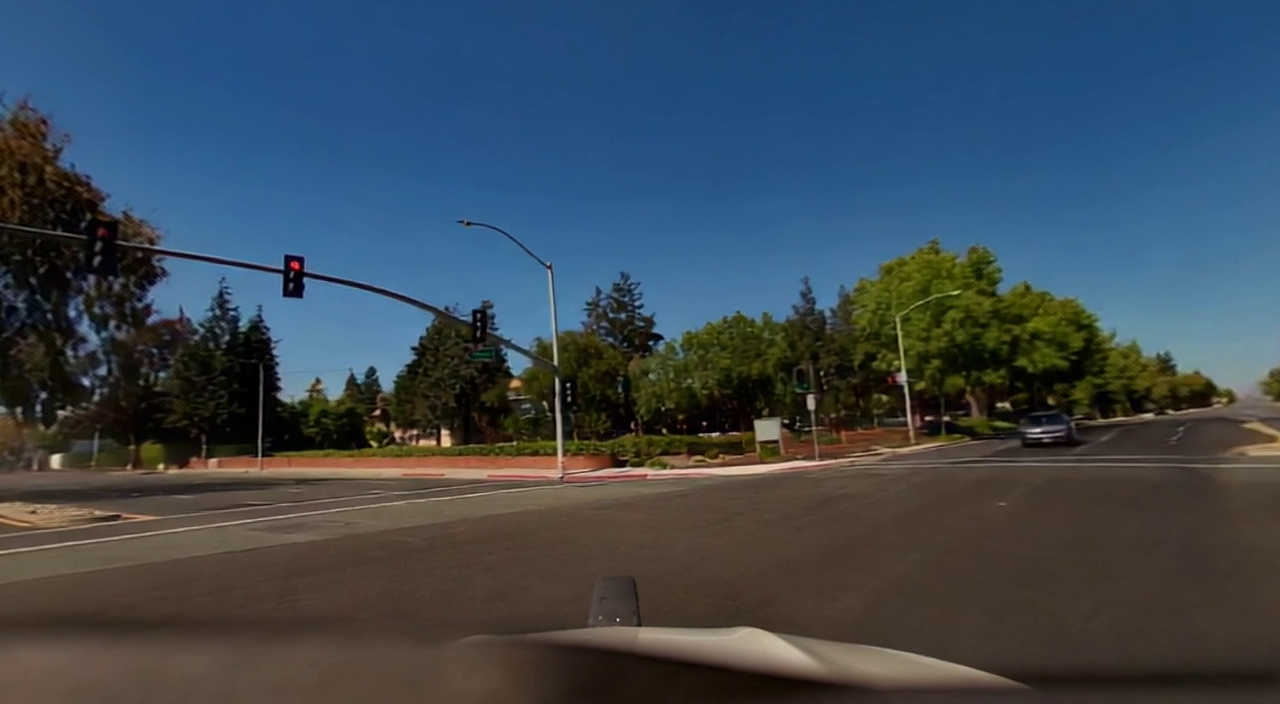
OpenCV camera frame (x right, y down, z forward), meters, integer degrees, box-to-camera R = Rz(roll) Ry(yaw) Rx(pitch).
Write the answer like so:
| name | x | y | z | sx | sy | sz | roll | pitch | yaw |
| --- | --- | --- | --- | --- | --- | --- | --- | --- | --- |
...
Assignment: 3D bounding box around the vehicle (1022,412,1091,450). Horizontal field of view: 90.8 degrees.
| name | x | y | z | sx | sy | sz | roll | pitch | yaw |
| --- | --- | --- | --- | --- | --- | --- | --- | --- | --- |
| vehicle | 19.001 | 3.636 | 28.705 | 1.997 | 1.577 | 4.719 | -7 | -10 | 39 |
